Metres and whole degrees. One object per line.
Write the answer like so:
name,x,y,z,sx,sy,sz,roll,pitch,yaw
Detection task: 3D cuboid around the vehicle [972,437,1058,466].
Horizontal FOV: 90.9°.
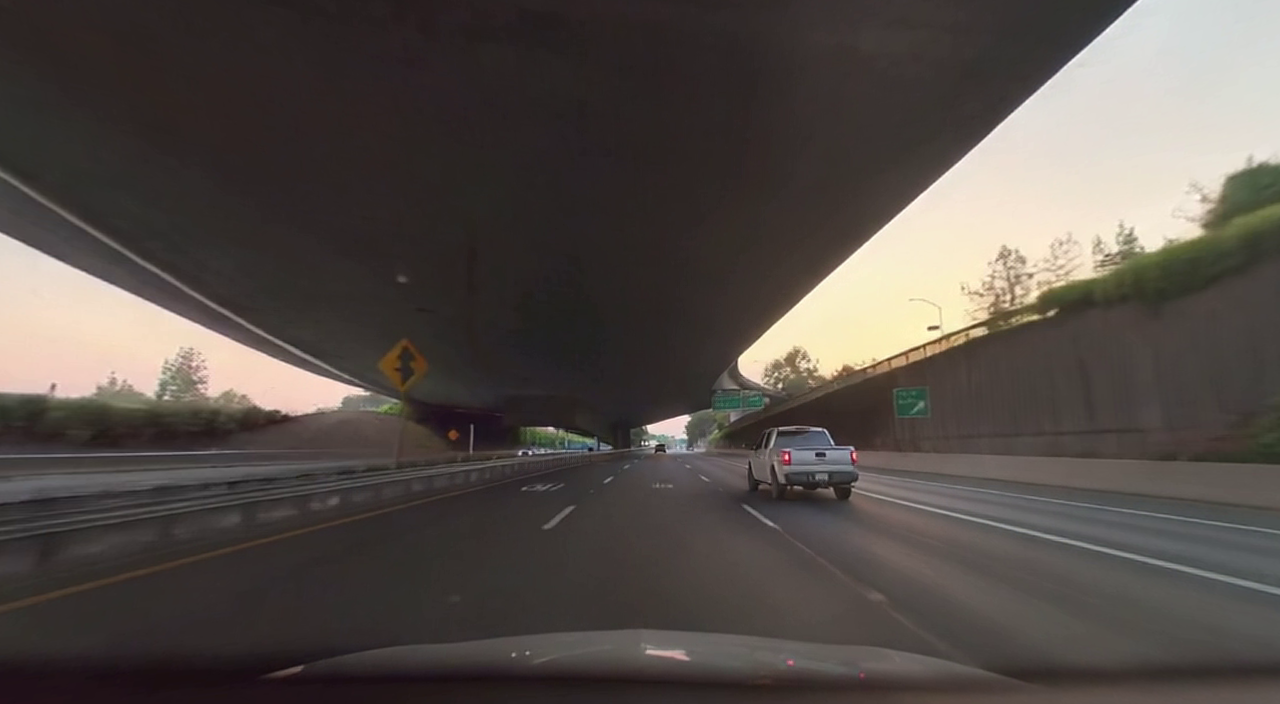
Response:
vehicle,22.000,5.842,37.237,1.911,1.577,4.477,1,-9,-8

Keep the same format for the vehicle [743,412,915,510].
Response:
vehicle,4.380,2.675,15.932,2.505,2.020,5.532,0,-8,-1
